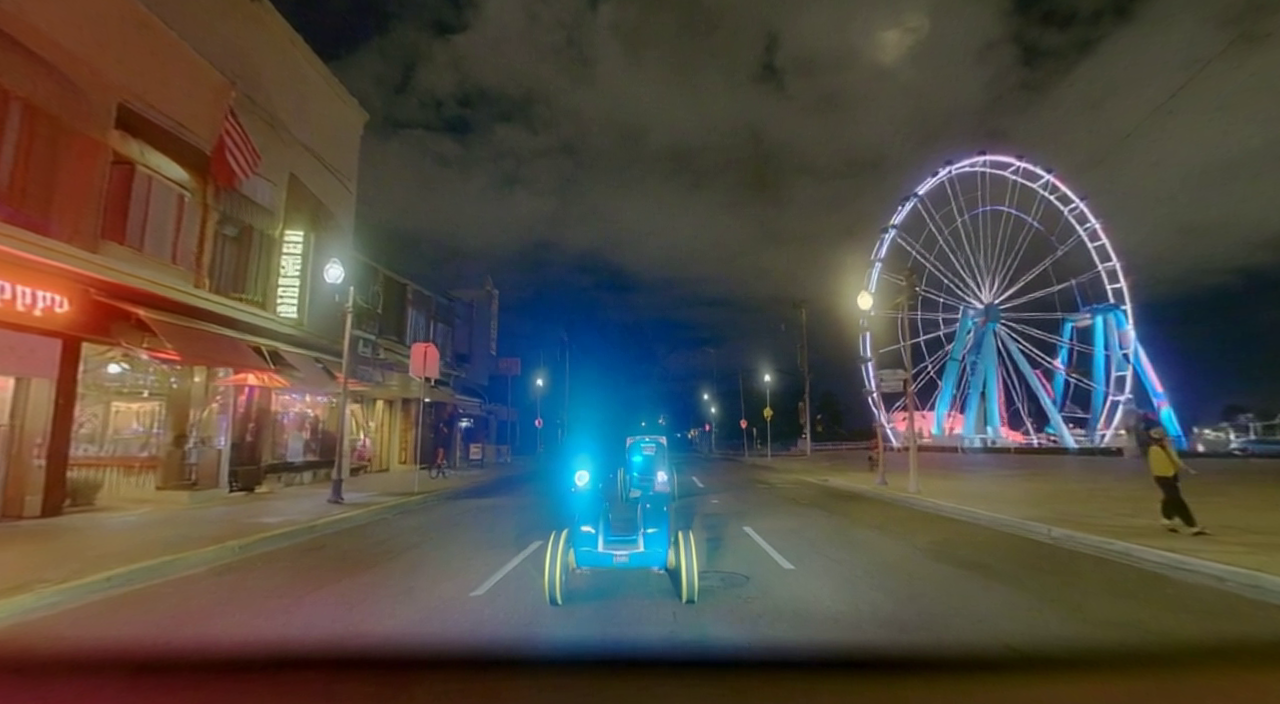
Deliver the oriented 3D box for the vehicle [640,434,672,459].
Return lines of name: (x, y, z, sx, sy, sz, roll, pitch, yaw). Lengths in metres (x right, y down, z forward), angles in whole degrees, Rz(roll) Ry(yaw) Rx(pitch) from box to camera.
vehicle: (1.198, 7.009, 46.684, 2.221, 1.773, 4.228, -1, -9, 2)
